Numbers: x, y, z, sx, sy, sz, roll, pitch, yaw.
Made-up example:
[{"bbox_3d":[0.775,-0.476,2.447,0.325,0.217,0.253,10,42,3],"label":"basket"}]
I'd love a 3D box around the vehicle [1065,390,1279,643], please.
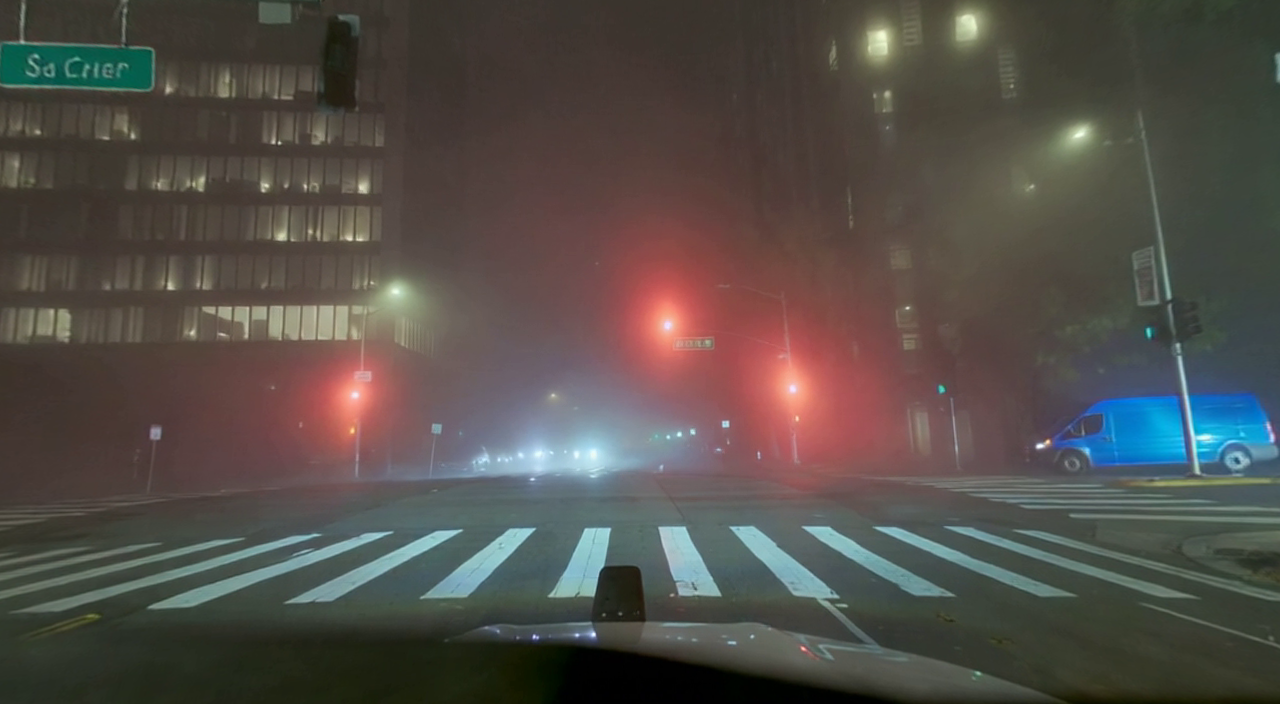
[{"bbox_3d":[5.648,1.138,4.246,2.070,1.804,4.881,0,-8,-1],"label":"vehicle"}]

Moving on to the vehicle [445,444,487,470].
[{"bbox_3d":[-12.450,7.508,45.382,1.935,1.639,4.244,-3,-8,-2],"label":"vehicle"}]
